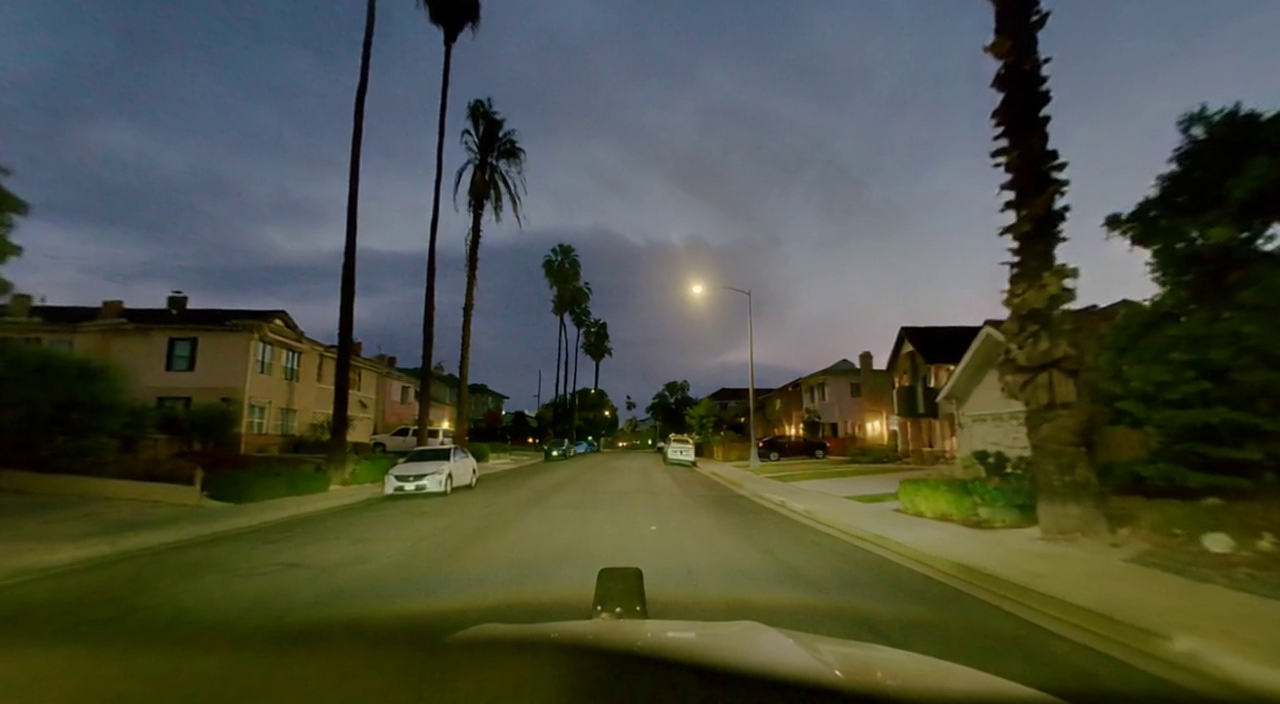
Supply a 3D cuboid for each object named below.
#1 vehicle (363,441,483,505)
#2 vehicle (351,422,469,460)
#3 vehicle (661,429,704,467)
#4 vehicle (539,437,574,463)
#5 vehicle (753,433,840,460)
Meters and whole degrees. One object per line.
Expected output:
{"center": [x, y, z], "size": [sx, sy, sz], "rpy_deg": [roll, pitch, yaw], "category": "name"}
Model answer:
{"center": [-5.899, 3.295, 17.807], "size": [1.949, 1.511, 4.466], "rpy_deg": [0, -8, -2], "category": "vehicle"}
{"center": [-12.165, 4.769, 33.786], "size": [5.340, 1.948, 2.398], "rpy_deg": [0, -9, -1], "category": "vehicle"}
{"center": [2.468, 5.775, 38.040], "size": [2.184, 2.038, 6.212], "rpy_deg": [0, -8, 0], "category": "vehicle"}
{"center": [-6.127, 7.222, 46.862], "size": [2.147, 1.823, 4.725], "rpy_deg": [0, -7, -3], "category": "vehicle"}
{"center": [9.099, 5.554, 36.982], "size": [4.643, 1.520, 1.826], "rpy_deg": [0, -8, 1], "category": "vehicle"}
